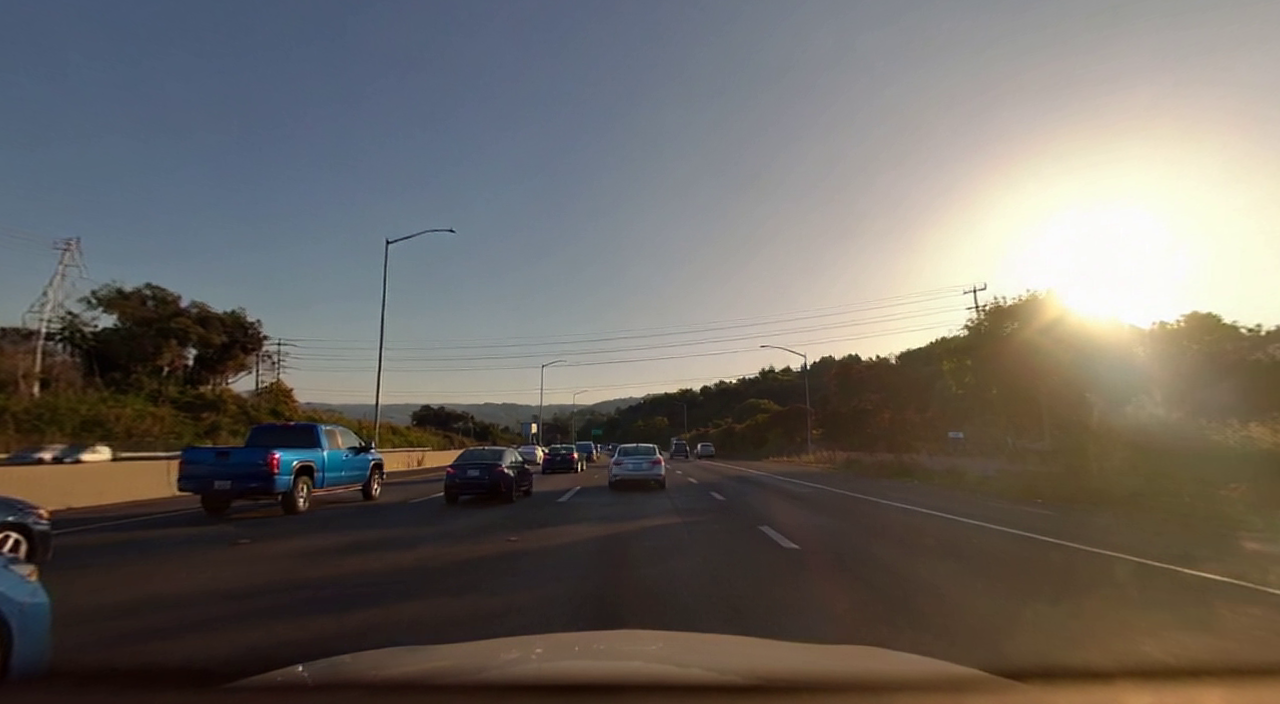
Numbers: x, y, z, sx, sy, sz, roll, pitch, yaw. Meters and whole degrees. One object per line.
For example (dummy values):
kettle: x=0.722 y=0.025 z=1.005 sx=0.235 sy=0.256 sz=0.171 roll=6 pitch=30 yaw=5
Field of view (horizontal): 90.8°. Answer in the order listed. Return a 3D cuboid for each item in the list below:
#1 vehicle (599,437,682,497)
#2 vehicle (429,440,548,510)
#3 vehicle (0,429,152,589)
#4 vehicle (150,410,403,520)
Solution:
vehicle: x=-0.023 y=3.264 z=18.365 sx=2.102 sy=1.499 sz=4.439 roll=0 pitch=-8 yaw=-1
vehicle: x=-3.478 y=2.874 z=15.328 sx=1.899 sy=1.437 sz=4.131 roll=0 pitch=-8 yaw=0
vehicle: x=-6.876 y=1.363 z=5.227 sx=1.900 sy=1.461 sz=4.706 roll=0 pitch=-8 yaw=0
vehicle: x=-7.500 y=2.415 z=14.040 sx=2.194 sy=1.922 sz=5.637 roll=0 pitch=-8 yaw=1
